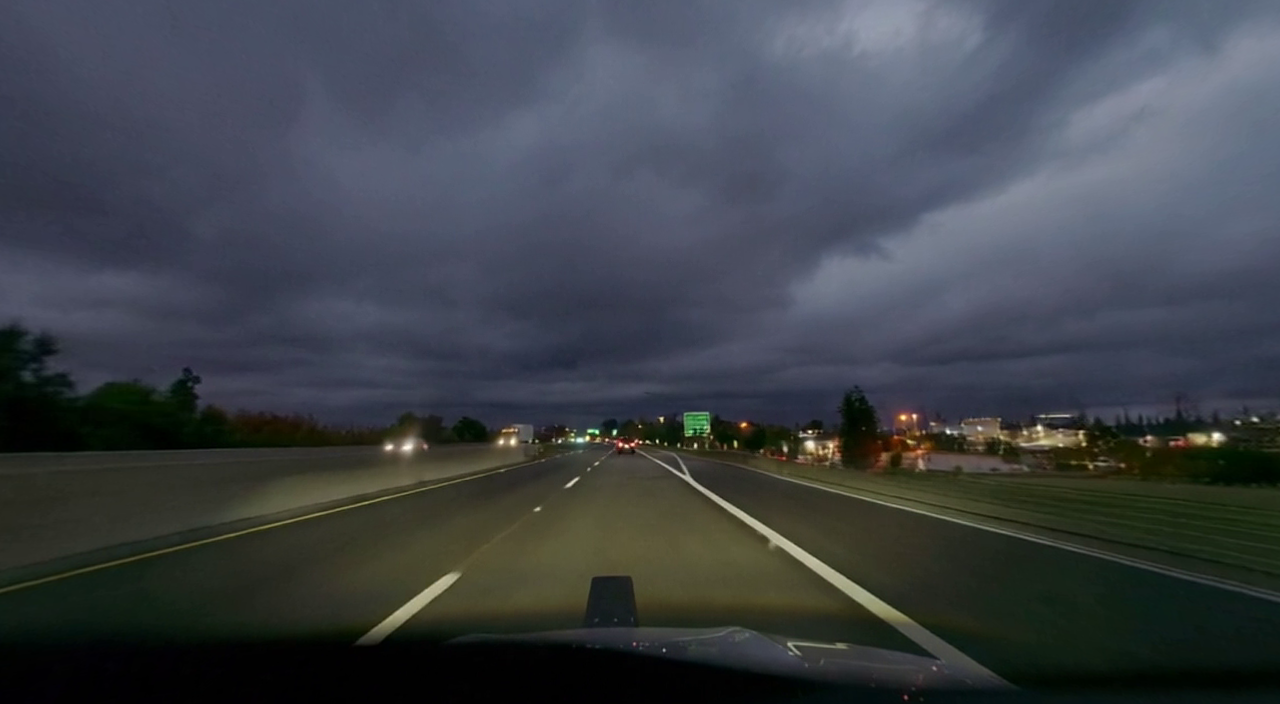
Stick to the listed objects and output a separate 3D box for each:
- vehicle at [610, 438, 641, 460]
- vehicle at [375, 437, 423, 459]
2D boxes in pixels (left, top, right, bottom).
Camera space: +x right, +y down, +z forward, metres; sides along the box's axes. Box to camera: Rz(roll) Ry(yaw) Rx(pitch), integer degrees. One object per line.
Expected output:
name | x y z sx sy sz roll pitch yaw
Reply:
vehicle | -1.035 6.844 44.553 2.099 1.504 3.843 0 -8 -2
vehicle | -16.976 6.764 44.537 1.913 1.476 4.020 0 -8 -1
